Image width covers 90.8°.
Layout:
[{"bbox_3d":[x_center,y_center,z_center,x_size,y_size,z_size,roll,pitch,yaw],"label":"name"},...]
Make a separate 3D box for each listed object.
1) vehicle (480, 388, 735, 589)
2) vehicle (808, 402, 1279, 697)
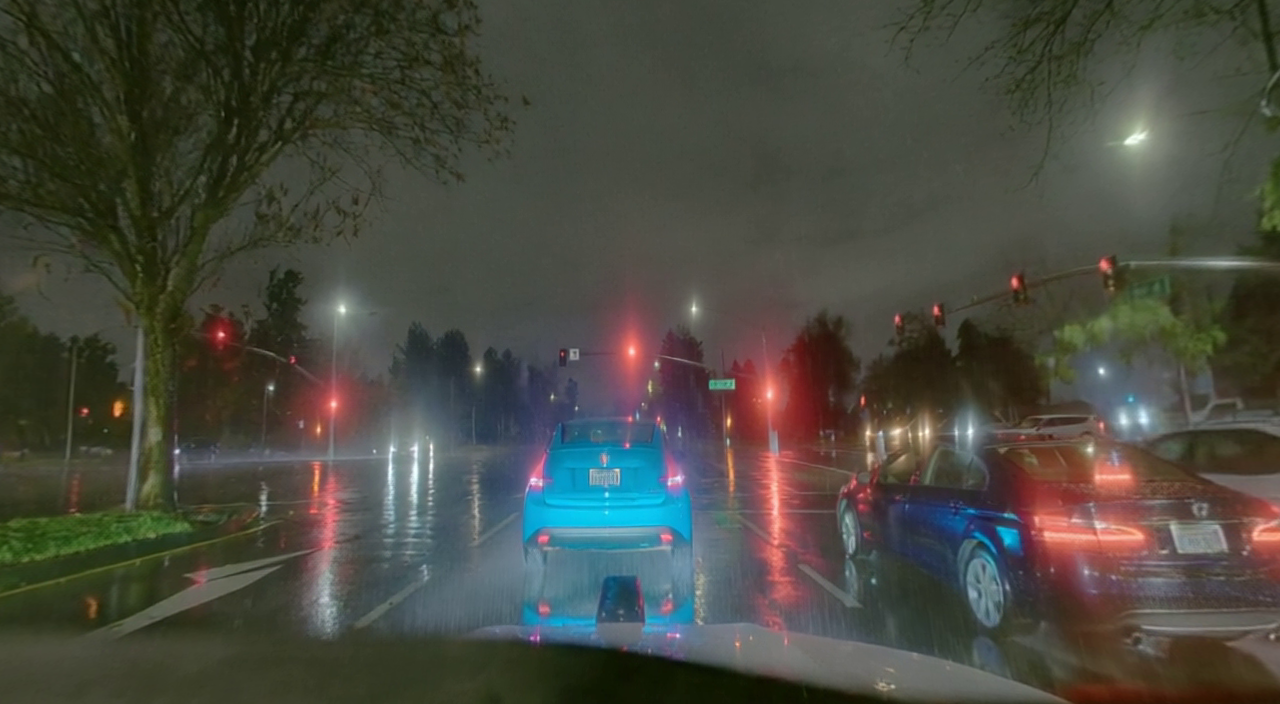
[{"bbox_3d":[-0.345,1.524,7.784,2.247,1.760,4.231,0,-9,-2],"label":"vehicle"},{"bbox_3d":[3.164,1.399,5.760,1.932,1.562,4.629,0,-9,-1],"label":"vehicle"}]
